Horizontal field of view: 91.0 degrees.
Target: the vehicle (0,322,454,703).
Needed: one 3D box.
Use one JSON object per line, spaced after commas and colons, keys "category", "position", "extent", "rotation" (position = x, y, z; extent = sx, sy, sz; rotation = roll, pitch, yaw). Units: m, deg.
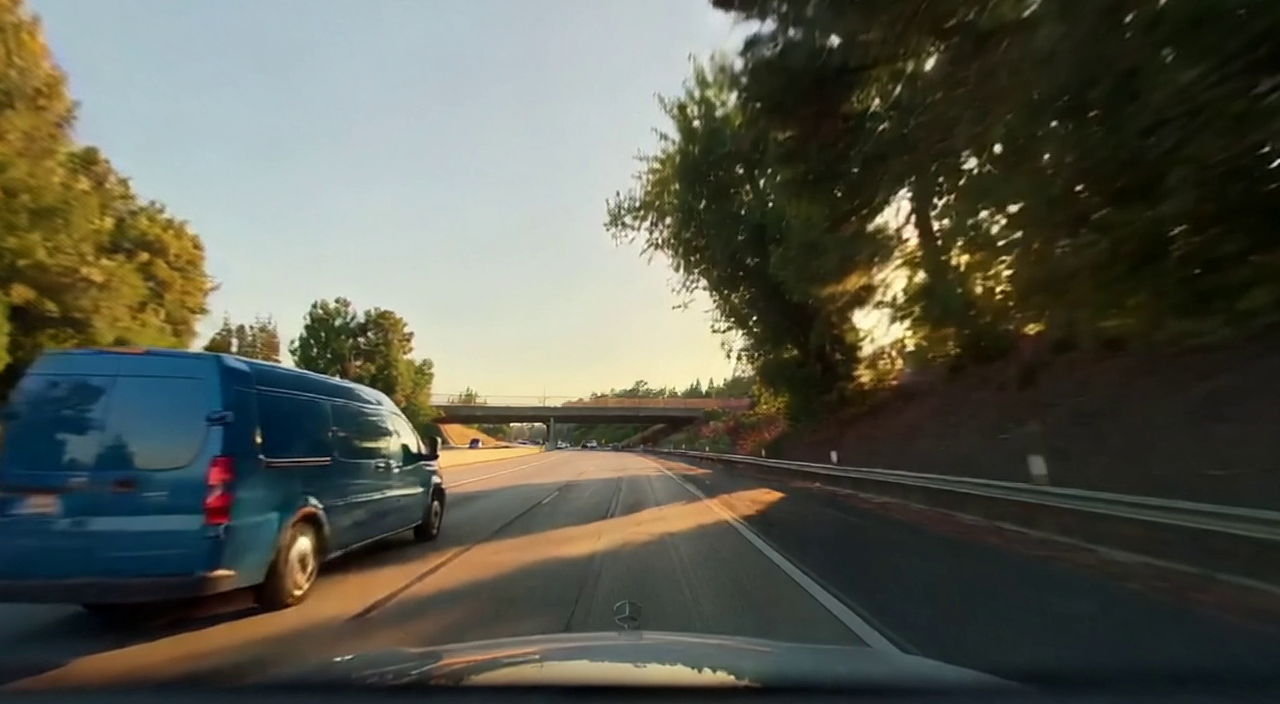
{"category": "vehicle", "position": [-3.665, 1.147, 5.710], "extent": [2.372, 1.891, 5.061], "rotation": [0, -8, 0]}
